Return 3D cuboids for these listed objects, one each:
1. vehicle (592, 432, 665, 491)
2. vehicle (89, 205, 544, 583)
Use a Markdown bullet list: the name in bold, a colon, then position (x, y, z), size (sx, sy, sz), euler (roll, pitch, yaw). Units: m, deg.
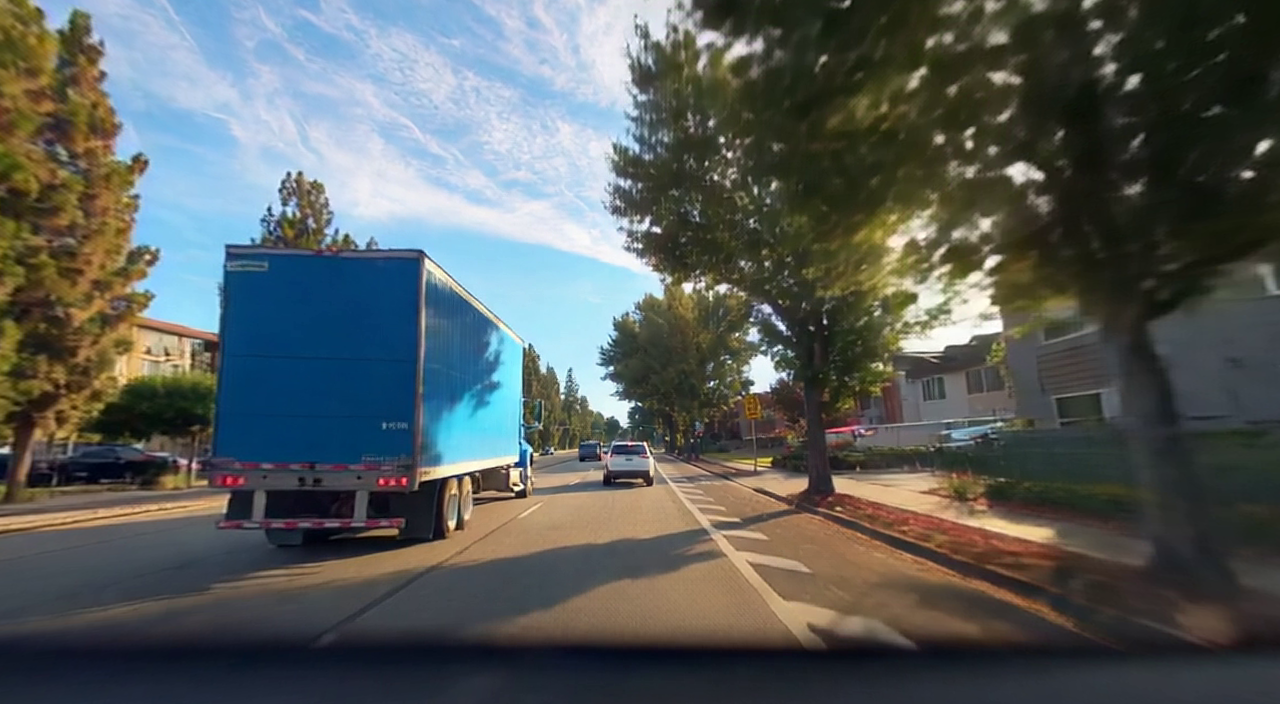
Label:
- **vehicle**: position (-0.363, 3.440, 20.115), size (2.094, 1.682, 3.866), euler (0, -9, -1)
- **vehicle**: position (-4.022, 1.123, 11.689), size (2.996, 3.902, 10.410), euler (0, -9, -1)
